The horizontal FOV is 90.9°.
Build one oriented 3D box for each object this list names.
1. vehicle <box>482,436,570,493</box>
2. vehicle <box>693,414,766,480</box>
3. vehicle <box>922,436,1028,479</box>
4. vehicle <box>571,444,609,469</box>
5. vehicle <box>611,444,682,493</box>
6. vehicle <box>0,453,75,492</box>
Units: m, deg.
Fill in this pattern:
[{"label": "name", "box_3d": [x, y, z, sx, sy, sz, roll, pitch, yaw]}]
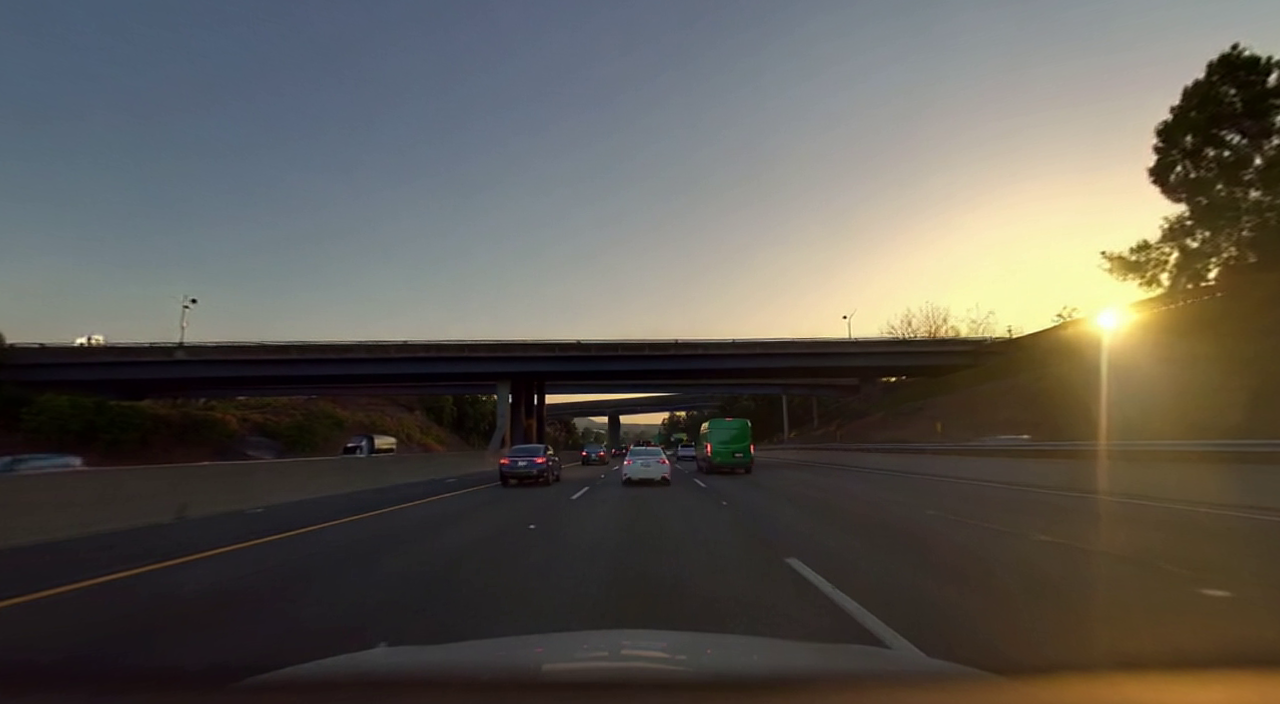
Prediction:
[{"label": "vehicle", "box_3d": [-3.696, 3.734, 21.282, 2.078, 1.706, 4.298, -1, -8, 1]}, {"label": "vehicle", "box_3d": [4.068, 4.512, 30.107, 2.436, 2.745, 6.607, 0, -8, 0]}, {"label": "vehicle", "box_3d": [16.001, 5.059, 30.527, 2.189, 1.869, 5.080, 0, -8, -2]}, {"label": "vehicle", "box_3d": [-3.504, 7.420, 45.038, 2.258, 1.655, 4.397, 0, -8, 1]}, {"label": "vehicle", "box_3d": [0.199, 3.869, 21.386, 2.174, 1.467, 4.005, 0, -8, 0]}, {"label": "vehicle", "box_3d": [-26.514, 5.028, 26.460, 1.987, 1.487, 3.758, 0, -8, 3]}]
